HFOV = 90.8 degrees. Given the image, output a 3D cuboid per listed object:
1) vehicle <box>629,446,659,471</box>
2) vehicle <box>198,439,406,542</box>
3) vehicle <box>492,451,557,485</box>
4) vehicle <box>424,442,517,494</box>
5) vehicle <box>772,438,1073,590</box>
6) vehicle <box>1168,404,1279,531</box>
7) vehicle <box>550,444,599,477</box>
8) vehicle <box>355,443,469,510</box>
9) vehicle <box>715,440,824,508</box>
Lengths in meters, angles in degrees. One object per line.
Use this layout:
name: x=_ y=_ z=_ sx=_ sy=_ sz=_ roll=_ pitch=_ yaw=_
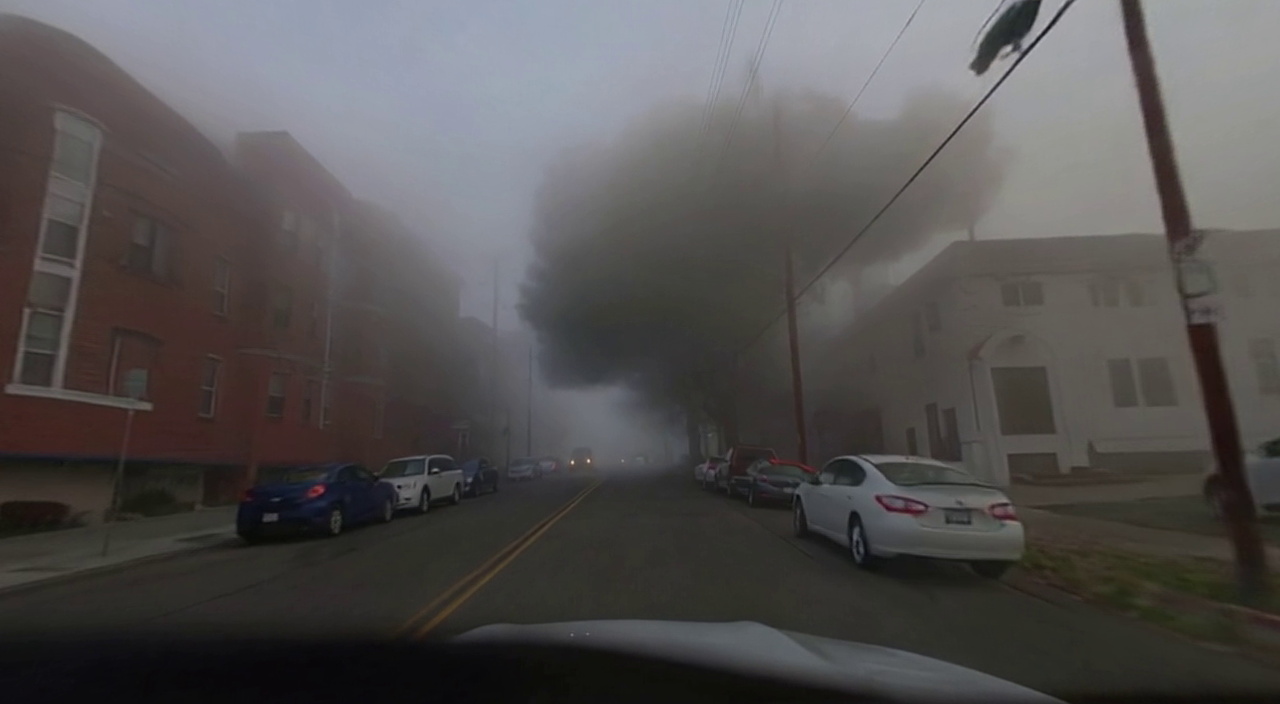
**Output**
vehicle: x=0.237 y=7.889 z=46.637 sx=2.059 sy=1.736 sz=3.994 roll=0 pitch=-10 yaw=-1
vehicle: x=-6.847 y=2.852 z=13.595 sx=1.930 sy=1.756 sz=4.955 roll=0 pitch=-10 yaw=-3
vehicle: x=-5.819 y=5.750 z=31.388 sx=1.994 sy=1.510 sz=4.802 roll=4 pitch=-11 yaw=-24
vehicle: x=-6.804 y=4.779 z=26.177 sx=2.263 sy=1.882 sz=5.706 roll=0 pitch=-10 yaw=0
vehicle: x=3.261 y=1.981 z=8.518 sx=1.885 sy=1.464 sz=4.466 roll=0 pitch=-10 yaw=-1
vehicle: x=9.759 y=1.499 z=8.345 sx=1.968 sy=1.713 sz=4.379 roll=-3 pitch=-11 yaw=6
vehicle: x=-3.857 y=6.563 z=38.118 sx=2.236 sy=1.834 sz=4.743 roll=-1 pitch=-10 yaw=3
vehicle: x=-6.771 y=3.754 z=19.340 sx=1.925 sy=1.759 sz=4.396 roll=0 pitch=-10 yaw=-1
vehicle: x=3.280 y=3.225 z=16.921 sx=1.895 sy=1.553 sz=4.235 roll=0 pitch=-10 yaw=-1
